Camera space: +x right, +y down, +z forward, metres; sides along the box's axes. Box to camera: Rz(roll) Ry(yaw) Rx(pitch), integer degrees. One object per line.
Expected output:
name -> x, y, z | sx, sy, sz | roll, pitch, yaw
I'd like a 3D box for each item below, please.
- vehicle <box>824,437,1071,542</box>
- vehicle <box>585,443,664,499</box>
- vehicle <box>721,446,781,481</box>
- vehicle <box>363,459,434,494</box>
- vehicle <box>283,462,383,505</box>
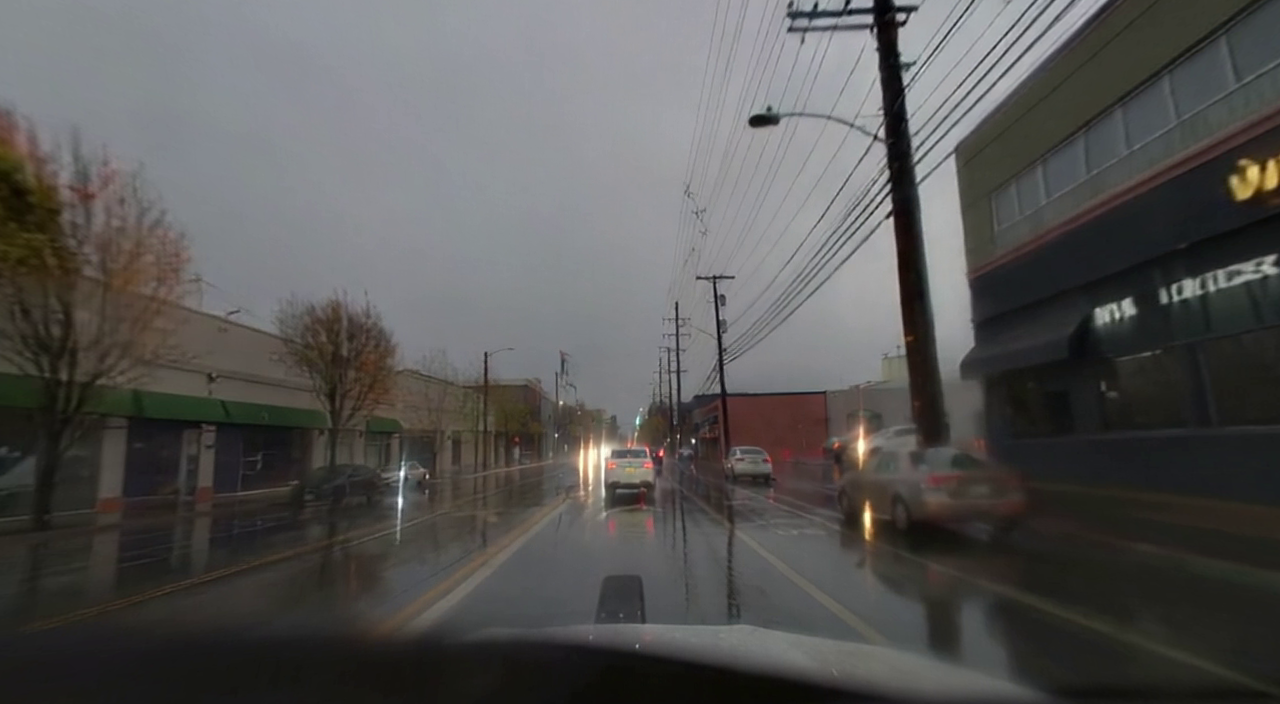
vehicle -> 5.062, 2.329, 11.344 | 1.987, 1.459, 4.677 | 0, -9, -1
vehicle -> -0.436, 3.533, 19.018 | 2.116, 1.479, 3.980 | 0, -9, -1
vehicle -> 5.098, 5.195, 29.673 | 1.937, 1.523, 4.541 | 0, -9, -1
vehicle -> -11.648, 6.020, 30.817 | 1.817, 1.480, 4.282 | 0, -9, 0
vehicle -> -11.836, 5.062, 24.691 | 1.828, 1.457, 4.371 | 0, -9, -2
